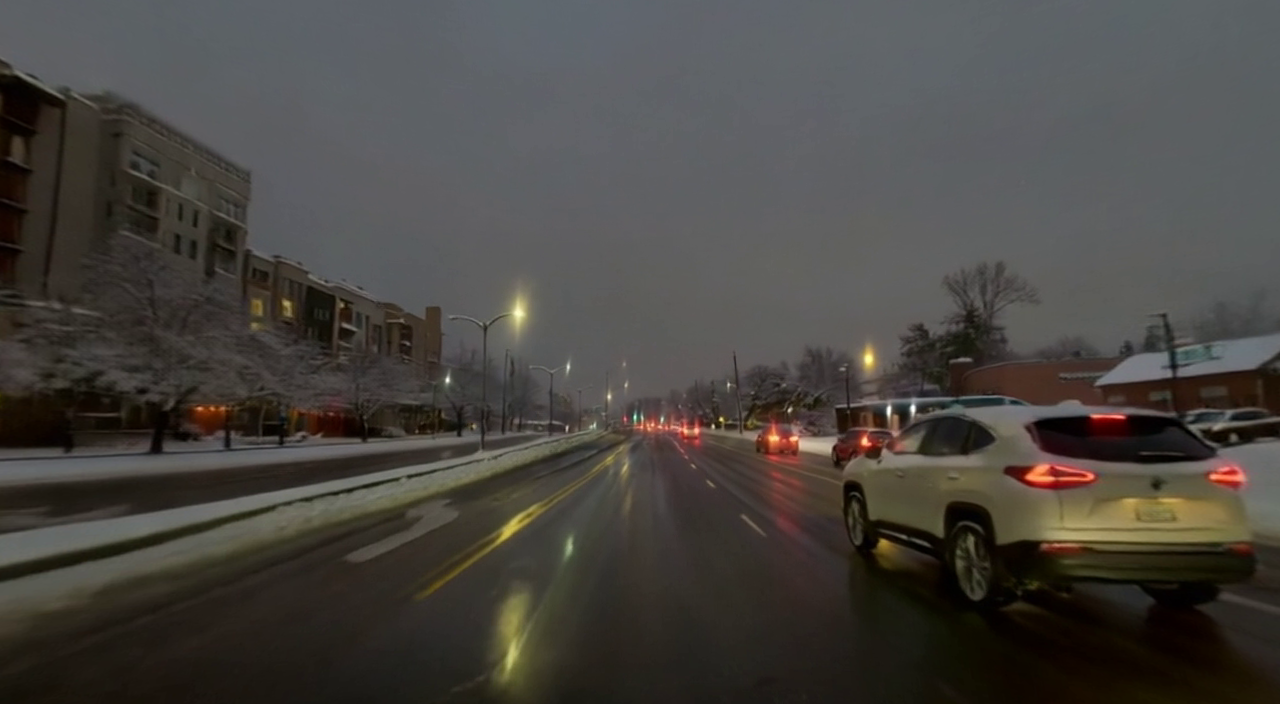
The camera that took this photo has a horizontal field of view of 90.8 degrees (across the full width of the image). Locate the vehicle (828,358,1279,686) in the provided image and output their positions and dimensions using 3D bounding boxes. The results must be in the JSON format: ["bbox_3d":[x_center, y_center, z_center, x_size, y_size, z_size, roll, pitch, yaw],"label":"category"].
[{"bbox_3d":[3.621,1.280,5.906,2.219,1.795,4.718,0,-9,0],"label":"vehicle"}]
